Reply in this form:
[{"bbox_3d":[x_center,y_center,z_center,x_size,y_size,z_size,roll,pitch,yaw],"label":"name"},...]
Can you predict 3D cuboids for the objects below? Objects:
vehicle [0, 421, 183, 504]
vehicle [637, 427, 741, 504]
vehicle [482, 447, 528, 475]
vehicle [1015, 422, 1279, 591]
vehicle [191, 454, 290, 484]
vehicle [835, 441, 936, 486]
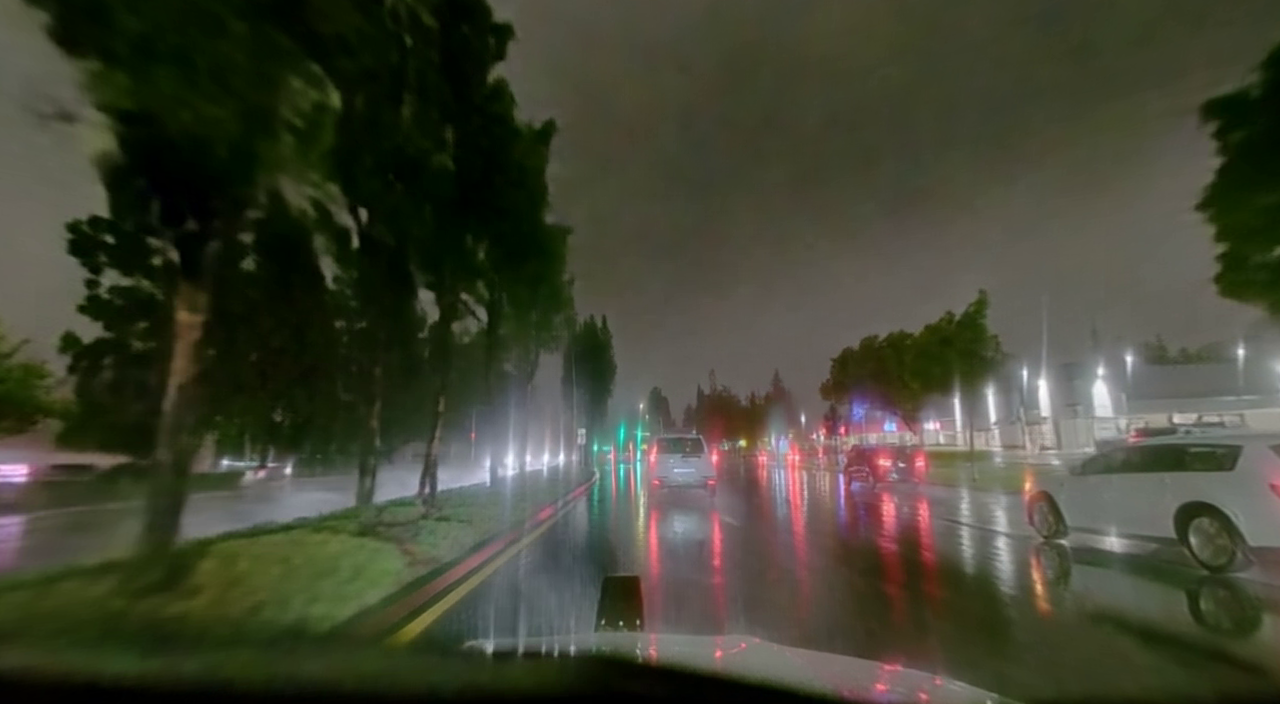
[{"bbox_3d":[-26.343,5.063,28.841,8.231,3.396,3.340,-1,-10,1],"label":"vehicle"},{"bbox_3d":[1.210,3.180,18.082,2.300,1.870,4.936,0,-9,-3],"label":"vehicle"},{"bbox_3d":[-8.902,7.200,42.048,2.196,1.717,4.453,0,-9,-1],"label":"vehicle"},{"bbox_3d":[6.632,1.612,7.196,1.994,1.488,4.313,0,-9,-1],"label":"vehicle"},{"bbox_3d":[-28.403,8.298,44.934,5.966,1.957,2.305,-3,-9,13],"label":"vehicle"},{"bbox_3d":[9.103,4.153,23.861,1.894,1.517,4.419,0,-9,-2],"label":"vehicle"}]
